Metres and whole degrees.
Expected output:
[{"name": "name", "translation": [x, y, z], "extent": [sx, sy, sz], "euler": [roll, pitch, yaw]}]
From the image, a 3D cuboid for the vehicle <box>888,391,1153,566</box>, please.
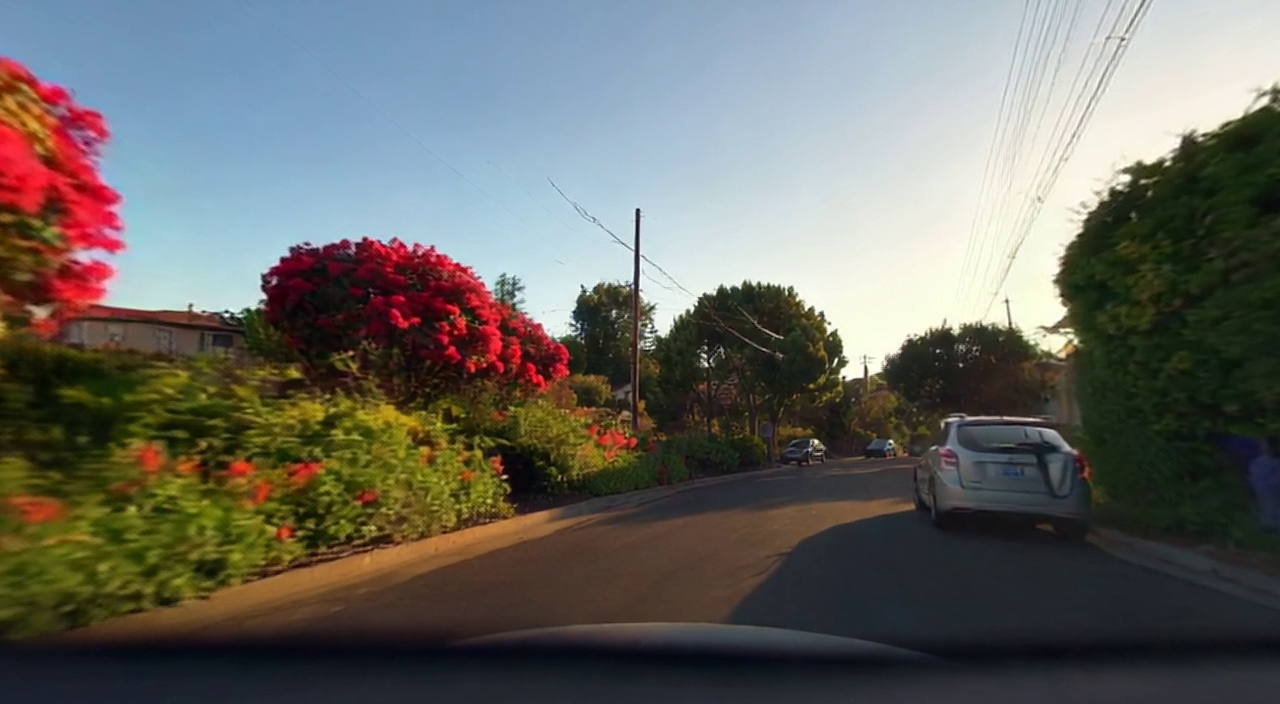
[{"name": "vehicle", "translation": [5.394, 1.823, 10.008], "extent": [2.311, 1.909, 5.570], "euler": [-3, -9, 18]}]
